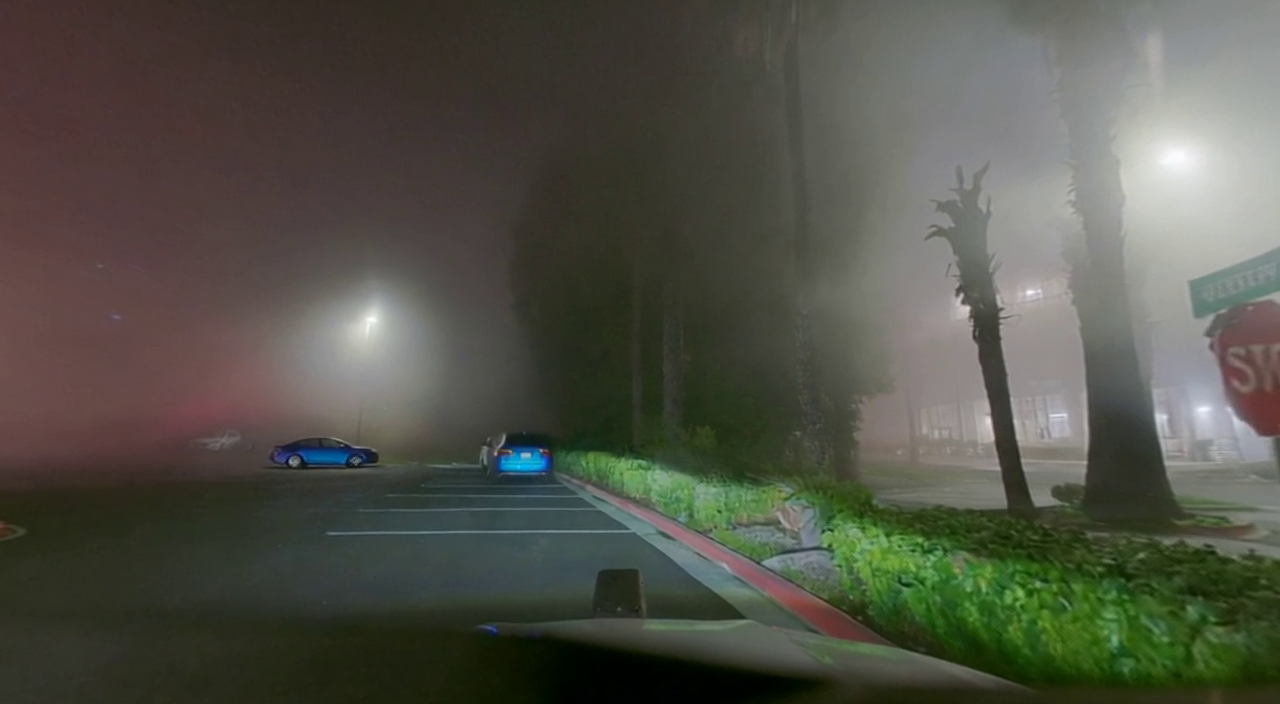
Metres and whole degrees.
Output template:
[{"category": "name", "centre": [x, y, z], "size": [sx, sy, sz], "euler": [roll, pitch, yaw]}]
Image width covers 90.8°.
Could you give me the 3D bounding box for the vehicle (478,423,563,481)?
[{"category": "vehicle", "centre": [-4.060, 3.290, 20.926], "size": [2.071, 1.700, 4.367], "euler": [3, -9, -19]}]

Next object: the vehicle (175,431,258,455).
[{"category": "vehicle", "centre": [-28.412, 6.136, 42.558], "size": [4.457, 1.552, 1.748], "euler": [5, -10, -32]}]
